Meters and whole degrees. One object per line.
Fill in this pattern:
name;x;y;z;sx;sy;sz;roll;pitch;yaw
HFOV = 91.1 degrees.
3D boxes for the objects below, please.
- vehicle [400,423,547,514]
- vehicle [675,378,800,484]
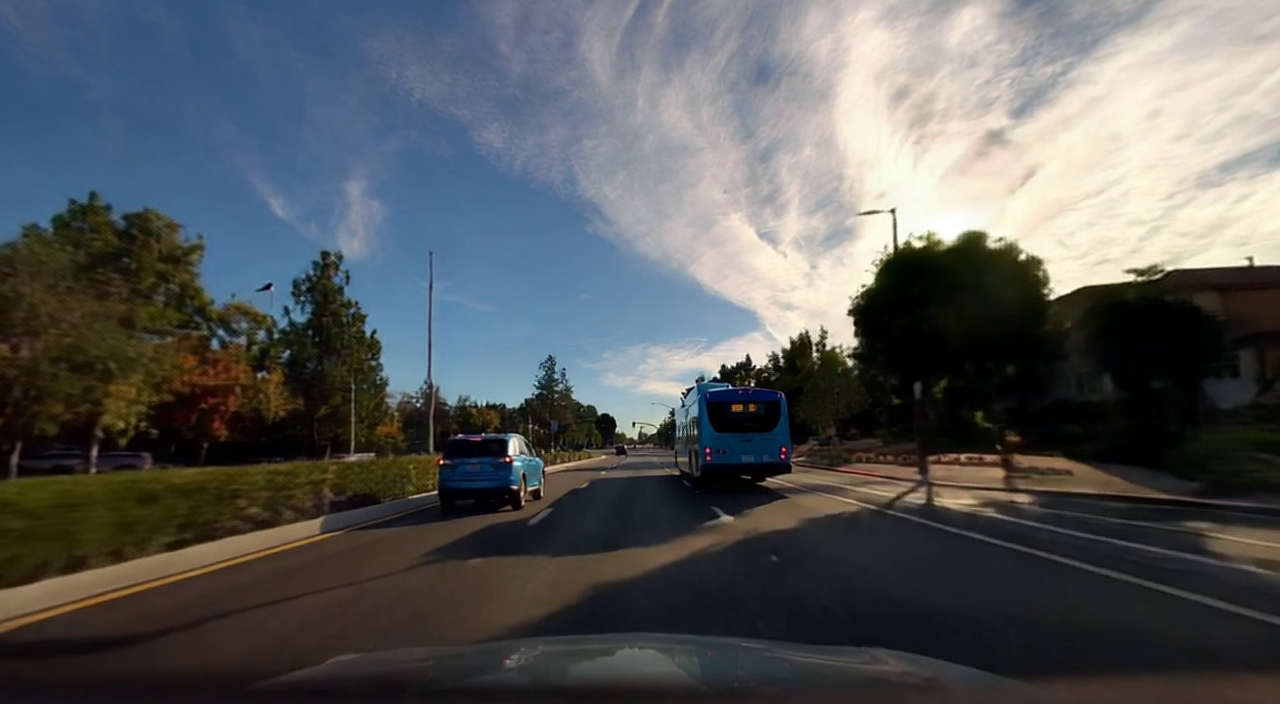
vehicle;-3.586;2.594;14.480;2.111;1.767;4.333;0;-8;1
vehicle;3.384;3.385;25.977;3.072;3.278;12.747;0;-8;0
